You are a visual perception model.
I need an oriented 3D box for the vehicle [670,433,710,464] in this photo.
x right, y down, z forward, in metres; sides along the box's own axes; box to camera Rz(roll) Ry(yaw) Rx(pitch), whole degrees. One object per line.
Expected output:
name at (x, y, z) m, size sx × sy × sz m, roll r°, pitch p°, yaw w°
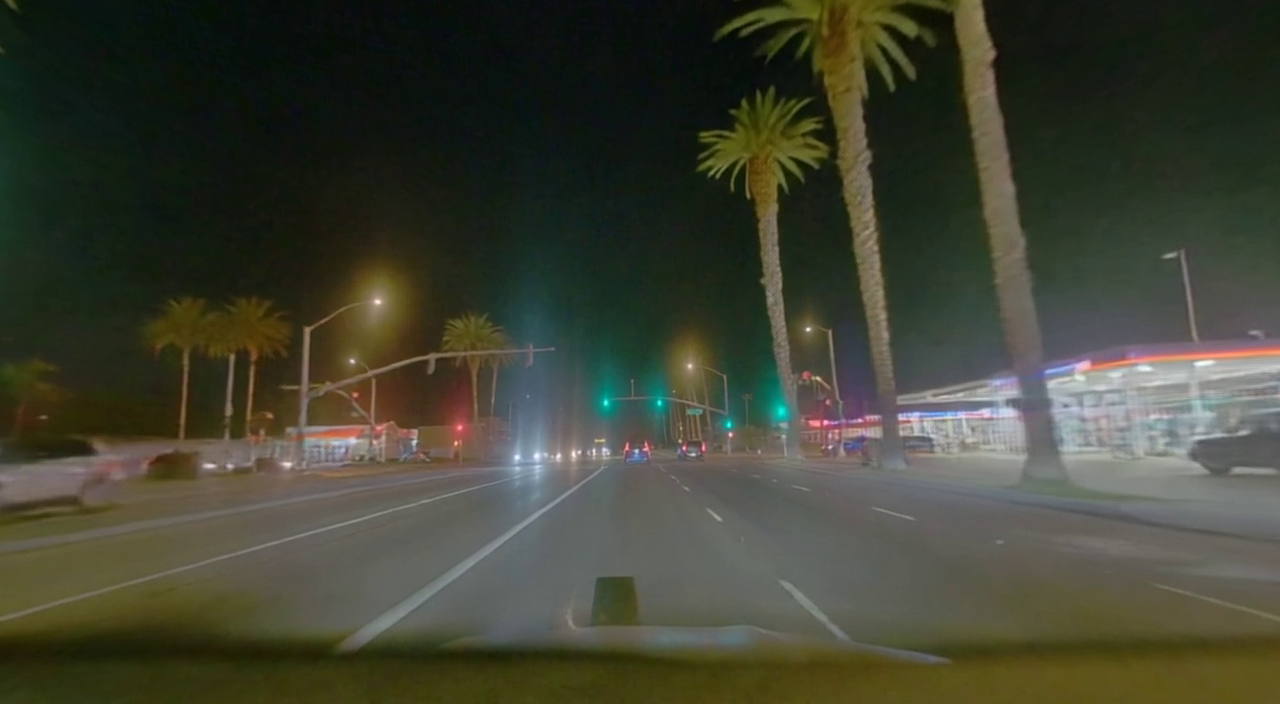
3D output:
vehicle at (3.230, 6.367, 41.988) m, size 2.190 × 1.913 × 5.174 m, roll 0°, pitch -8°, yaw -1°

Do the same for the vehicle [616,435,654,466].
vehicle at (-0.310, 5.960, 38.401) m, size 2.177 × 1.754 × 3.815 m, roll 0°, pitch -8°, yaw 0°

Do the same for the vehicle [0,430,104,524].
vehicle at (-13.297, 2.396, 12.079) m, size 2.111 × 1.791 × 4.542 m, roll 0°, pitch -8°, yaw -1°

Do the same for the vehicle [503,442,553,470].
vehicle at (-6.252, 5.826, 35.823) m, size 1.979 × 1.480 × 4.553 m, roll 0°, pitch -8°, yaw 1°

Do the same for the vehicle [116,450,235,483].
vehicle at (-22.099, 5.414, 30.174) m, size 4.469 × 1.459 × 1.972 m, roll -2°, pitch -8°, yaw 10°
